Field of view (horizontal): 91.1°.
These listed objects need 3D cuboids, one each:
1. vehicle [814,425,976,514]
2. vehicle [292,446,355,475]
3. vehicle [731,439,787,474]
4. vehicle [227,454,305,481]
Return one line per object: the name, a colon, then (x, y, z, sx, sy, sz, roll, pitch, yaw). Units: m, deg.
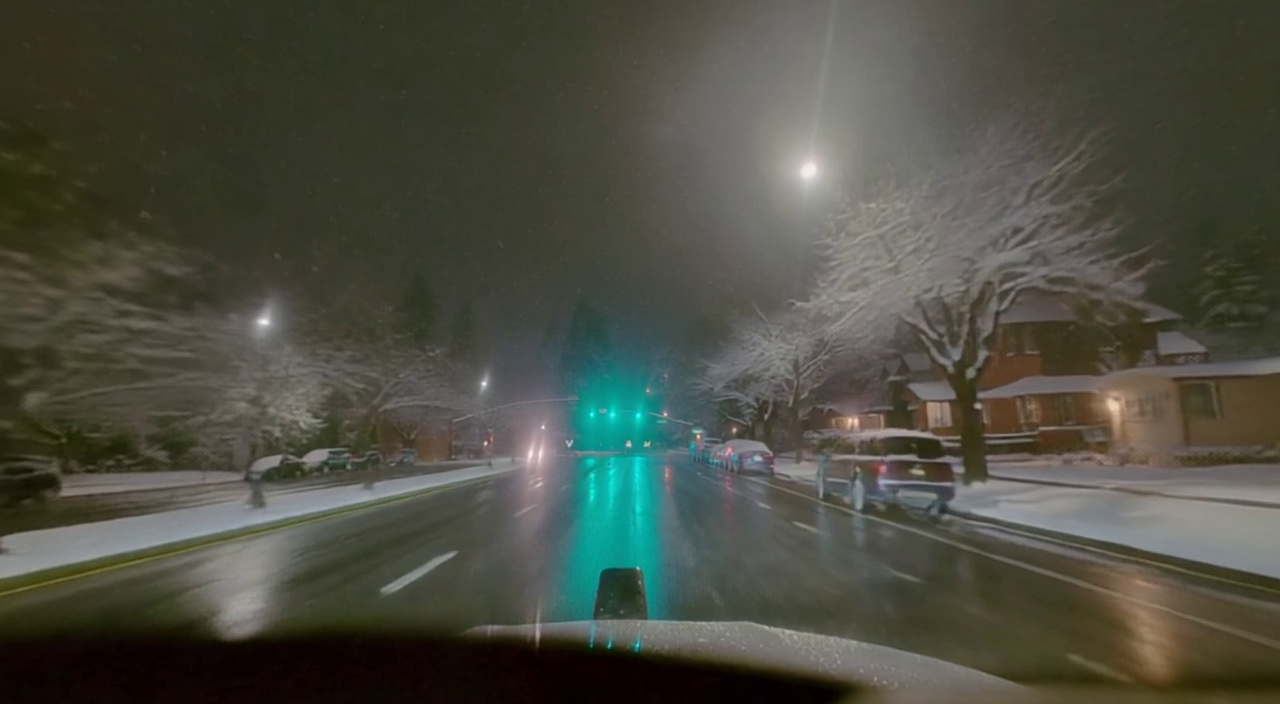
vehicle: (5.924, 2.767, 15.323, 2.004, 1.816, 4.585, 0, -8, 0)
vehicle: (-22.048, 7.561, 43.992, 2.001, 1.839, 4.669, 0, -8, 0)
vehicle: (6.058, 5.355, 32.450, 1.918, 1.662, 4.393, 0, -9, -2)
vehicle: (-22.171, 6.827, 37.415, 1.883, 1.450, 4.659, 0, -8, -2)
